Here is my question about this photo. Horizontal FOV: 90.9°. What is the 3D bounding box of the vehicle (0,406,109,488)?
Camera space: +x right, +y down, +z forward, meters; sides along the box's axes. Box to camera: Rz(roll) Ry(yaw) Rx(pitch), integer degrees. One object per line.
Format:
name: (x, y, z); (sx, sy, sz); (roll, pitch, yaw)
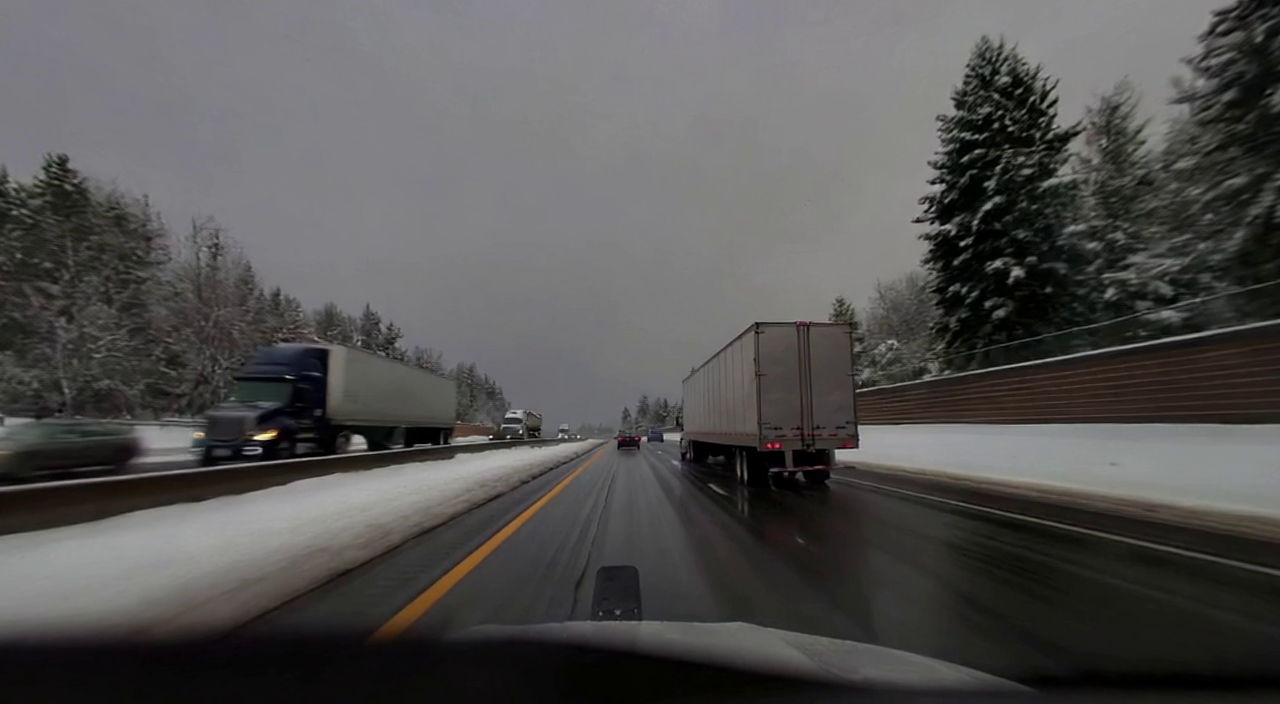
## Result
vehicle: (-12.652, 1.823, 12.110); (1.832, 1.485, 3.518); (0, -8, -1)

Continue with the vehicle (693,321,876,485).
vehicle: (4.120, 2.144, 22.458); (2.953, 4.045, 13.843); (0, -8, -1)

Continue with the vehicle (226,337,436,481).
vehicle: (-8.624, 1.820, 18.927); (2.624, 3.453, 7.411); (0, -7, -1)

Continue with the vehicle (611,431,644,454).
vehicle: (-0.835, 6.058, 42.269); (2.119, 1.480, 4.000); (0, -8, 0)

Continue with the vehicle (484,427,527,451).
vehicle: (-8.722, 5.669, 41.209); (1.885, 1.483, 4.516); (0, -8, -2)
